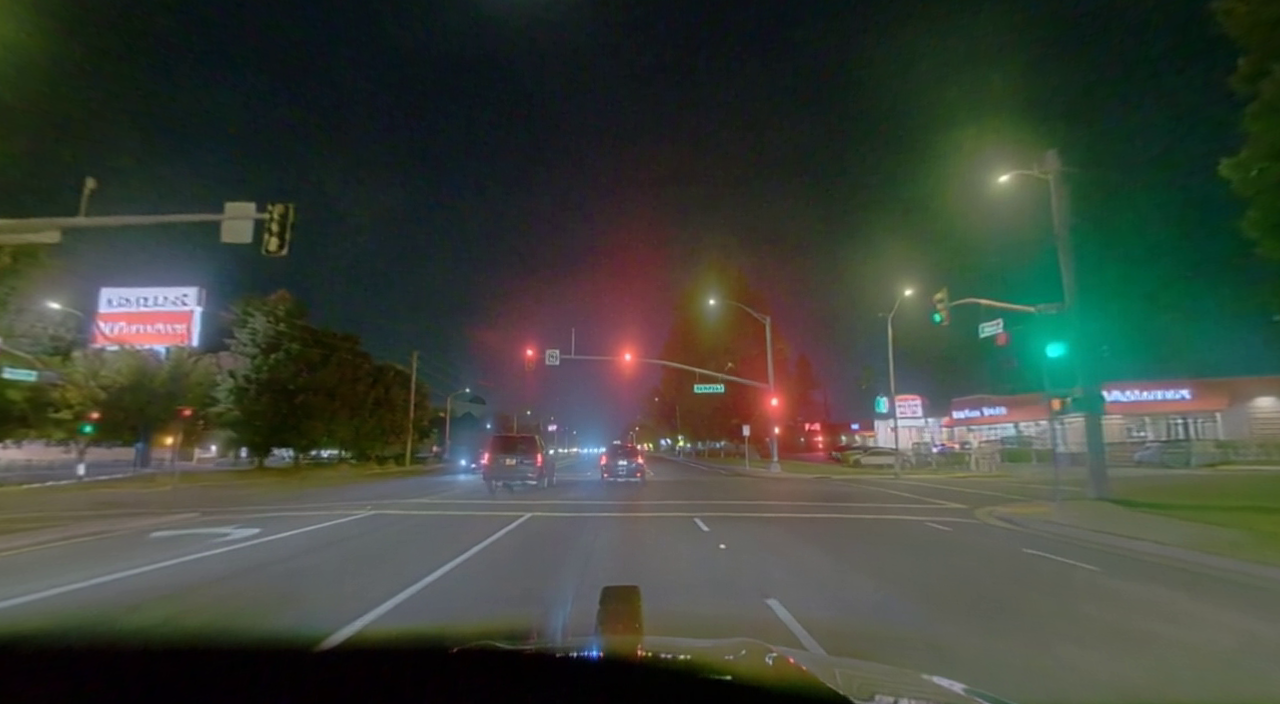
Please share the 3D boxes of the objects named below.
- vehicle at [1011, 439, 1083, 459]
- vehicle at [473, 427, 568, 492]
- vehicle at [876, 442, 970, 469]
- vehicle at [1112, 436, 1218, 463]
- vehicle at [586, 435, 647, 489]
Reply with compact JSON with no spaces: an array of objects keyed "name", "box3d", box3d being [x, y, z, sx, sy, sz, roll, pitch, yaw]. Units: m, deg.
[{"name":"vehicle","box3d":[31.428,7.492,48.837,4.347,1.457,1.785,0,-8,-1]},{"name":"vehicle","box3d":[-4.013,3.749,22.387,2.252,1.999,5.605,0,-8,0]},{"name":"vehicle","box3d":[18.789,6.880,42.135,5.209,1.743,2.081,0,-9,-1]},{"name":"vehicle","box3d":[31.556,5.860,38.072,4.527,1.513,2.067,-1,-8,-1]},{"name":"vehicle","box3d":[-0.814,4.058,23.664,2.061,1.809,4.141,0,-8,0]}]
